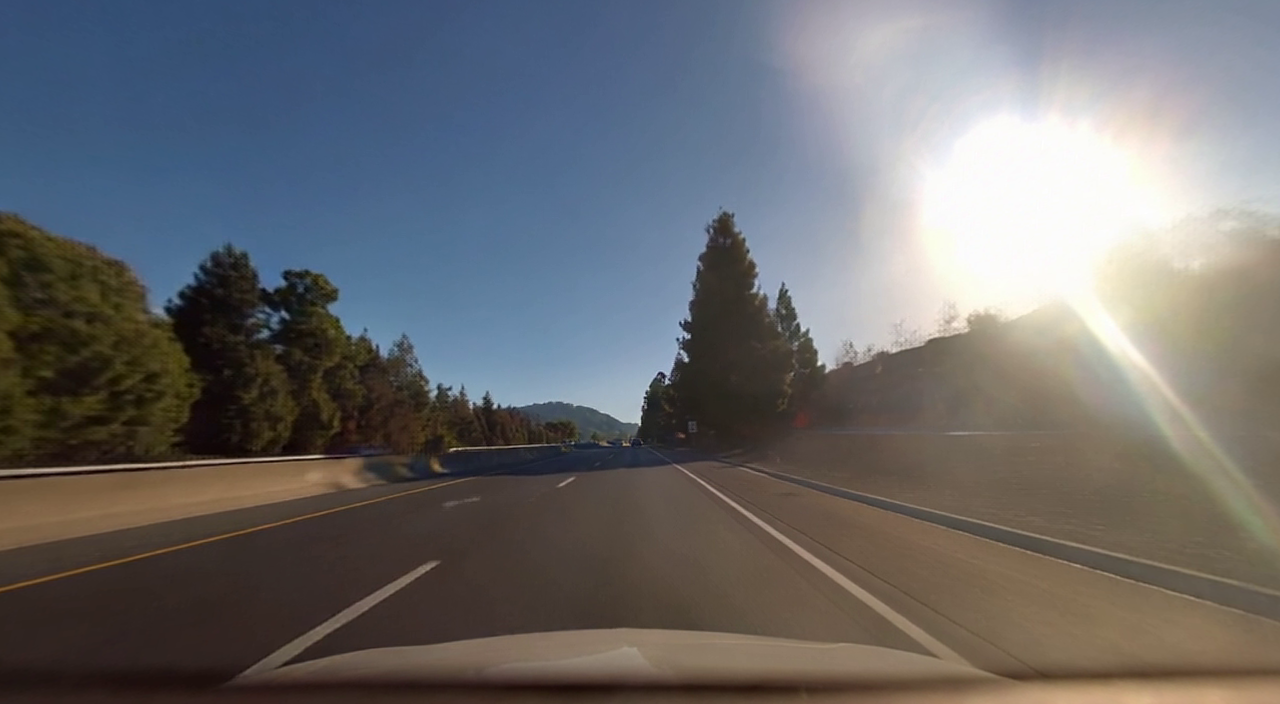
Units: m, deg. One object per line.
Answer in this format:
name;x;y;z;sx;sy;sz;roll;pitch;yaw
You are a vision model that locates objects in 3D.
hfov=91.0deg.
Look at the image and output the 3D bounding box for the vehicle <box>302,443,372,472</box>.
vehicle;-16.452;5.724;34.410;1.829;1.464;3.999;0;-8;0
